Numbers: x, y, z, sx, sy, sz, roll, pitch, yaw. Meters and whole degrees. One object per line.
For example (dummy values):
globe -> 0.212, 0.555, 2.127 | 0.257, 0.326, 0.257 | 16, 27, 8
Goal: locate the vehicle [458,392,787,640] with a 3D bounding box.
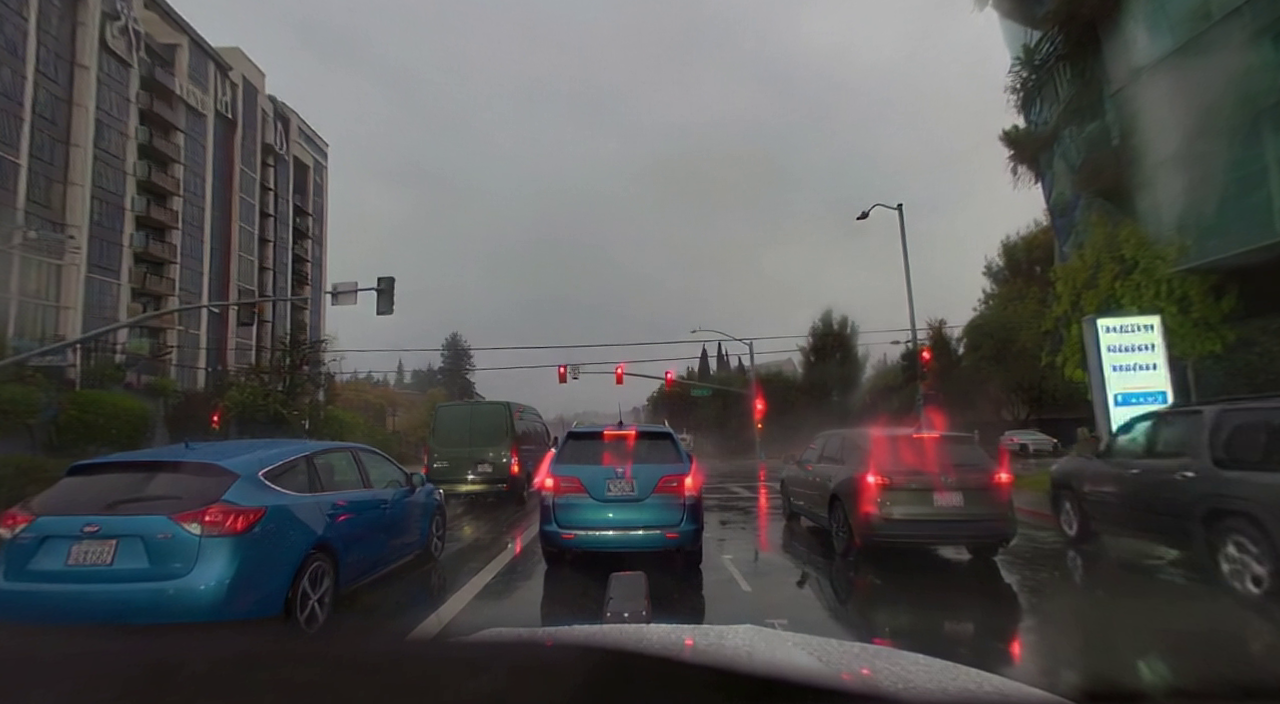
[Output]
vehicle -> -0.126, 1.418, 6.442 | 2.195, 1.662, 4.262 | 0, -8, 0

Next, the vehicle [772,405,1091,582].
vehicle -> 3.216, 1.665, 8.256 | 2.004, 1.646, 4.554 | 0, -8, 0

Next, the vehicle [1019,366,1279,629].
vehicle -> 5.742, 1.240, 5.890 | 2.081, 1.790, 4.839 | -1, -9, 10

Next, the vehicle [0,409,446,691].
vehicle -> -3.550, 1.423, 5.817 | 1.906, 1.524, 4.547 | 0, -8, 2
